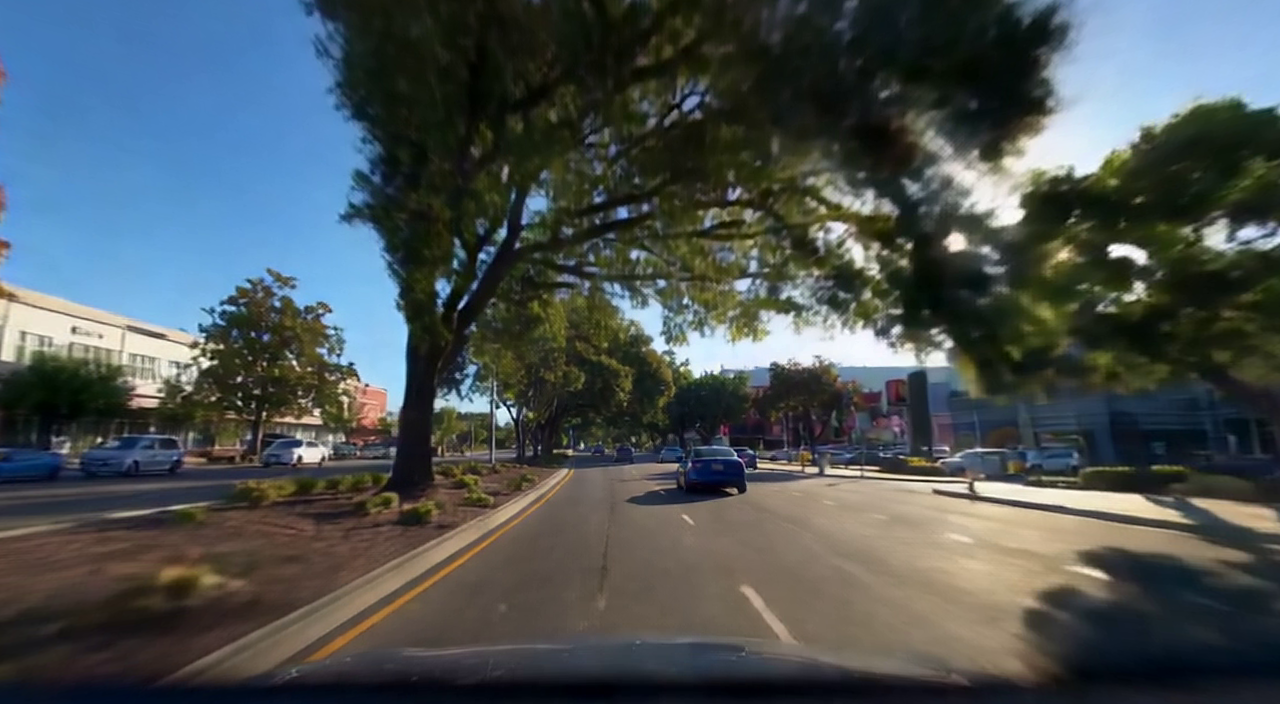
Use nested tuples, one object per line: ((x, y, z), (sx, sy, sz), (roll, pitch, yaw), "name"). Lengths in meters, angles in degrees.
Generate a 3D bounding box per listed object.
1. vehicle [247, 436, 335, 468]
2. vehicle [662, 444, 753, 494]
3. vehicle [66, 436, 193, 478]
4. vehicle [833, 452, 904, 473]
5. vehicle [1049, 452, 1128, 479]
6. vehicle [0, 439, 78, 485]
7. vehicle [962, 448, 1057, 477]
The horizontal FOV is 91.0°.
((-24.255, 6.994, 44.163), (2.593, 2.075, 6.841), (1, -9, -3), "vehicle")
((2.051, 3.741, 20.538), (2.256, 1.451, 4.313), (1, -9, -4), "vehicle")
((-23.748, 4.886, 29.556), (1.982, 1.811, 4.730), (0, -9, -1), "vehicle")
((17.002, 8.181, 46.860), (4.646, 1.479, 2.070), (3, -9, -19), "vehicle")
((32.835, 8.267, 46.080), (4.858, 1.806, 2.124), (3, -9, -19), "vehicle")
((-23.734, 4.075, 23.432), (1.689, 1.595, 4.293), (0, -9, -2), "vehicle")
((20.725, 6.189, 35.326), (4.424, 1.531, 2.008), (3, -9, -17), "vehicle")
